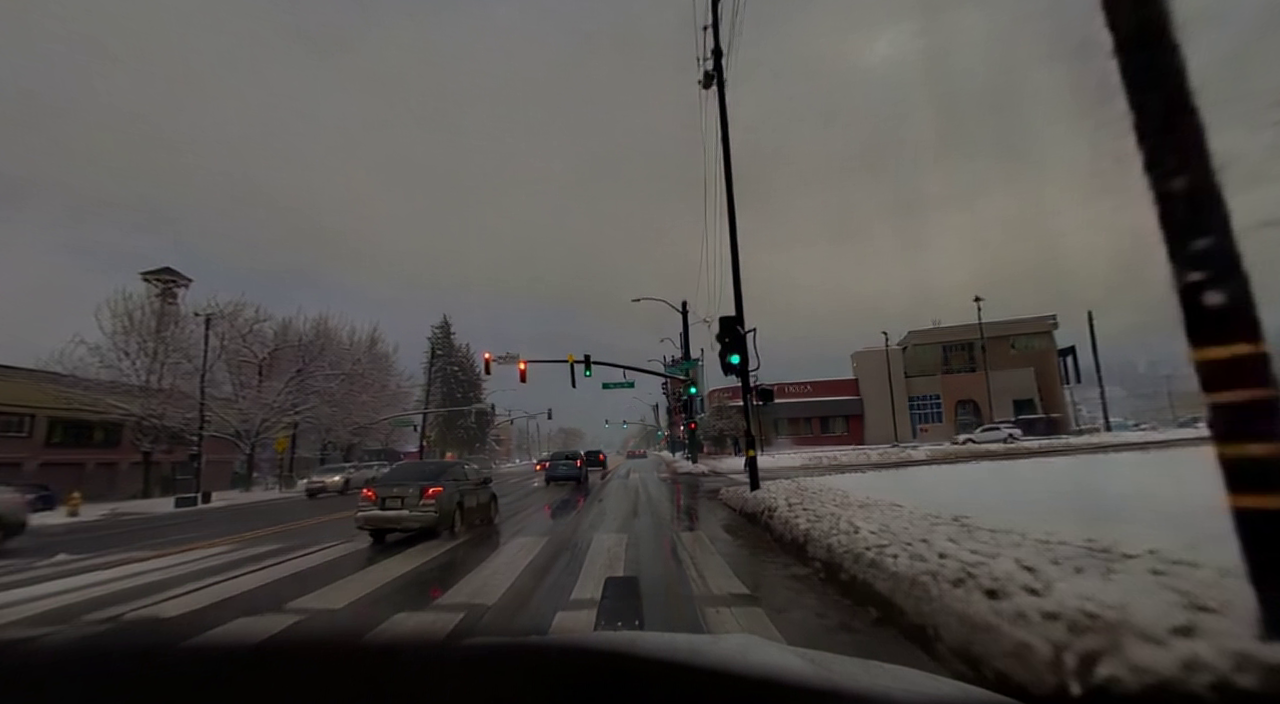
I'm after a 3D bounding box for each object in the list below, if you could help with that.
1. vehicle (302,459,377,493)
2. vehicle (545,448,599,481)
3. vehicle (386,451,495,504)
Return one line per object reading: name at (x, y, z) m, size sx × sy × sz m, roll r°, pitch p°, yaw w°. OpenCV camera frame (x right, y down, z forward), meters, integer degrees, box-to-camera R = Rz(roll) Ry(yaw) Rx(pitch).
vehicle at (-15.513, 6.398, 32.759) m, size 1.955 × 1.500 × 4.458 m, roll 1°, pitch -9°, yaw -4°
vehicle at (-3.244, 5.497, 31.102) m, size 2.147 × 1.472 × 4.406 m, roll 0°, pitch -9°, yaw 0°
vehicle at (-6.316, 4.000, 20.539) m, size 1.960 × 1.479 × 4.654 m, roll 0°, pitch -9°, yaw 1°
